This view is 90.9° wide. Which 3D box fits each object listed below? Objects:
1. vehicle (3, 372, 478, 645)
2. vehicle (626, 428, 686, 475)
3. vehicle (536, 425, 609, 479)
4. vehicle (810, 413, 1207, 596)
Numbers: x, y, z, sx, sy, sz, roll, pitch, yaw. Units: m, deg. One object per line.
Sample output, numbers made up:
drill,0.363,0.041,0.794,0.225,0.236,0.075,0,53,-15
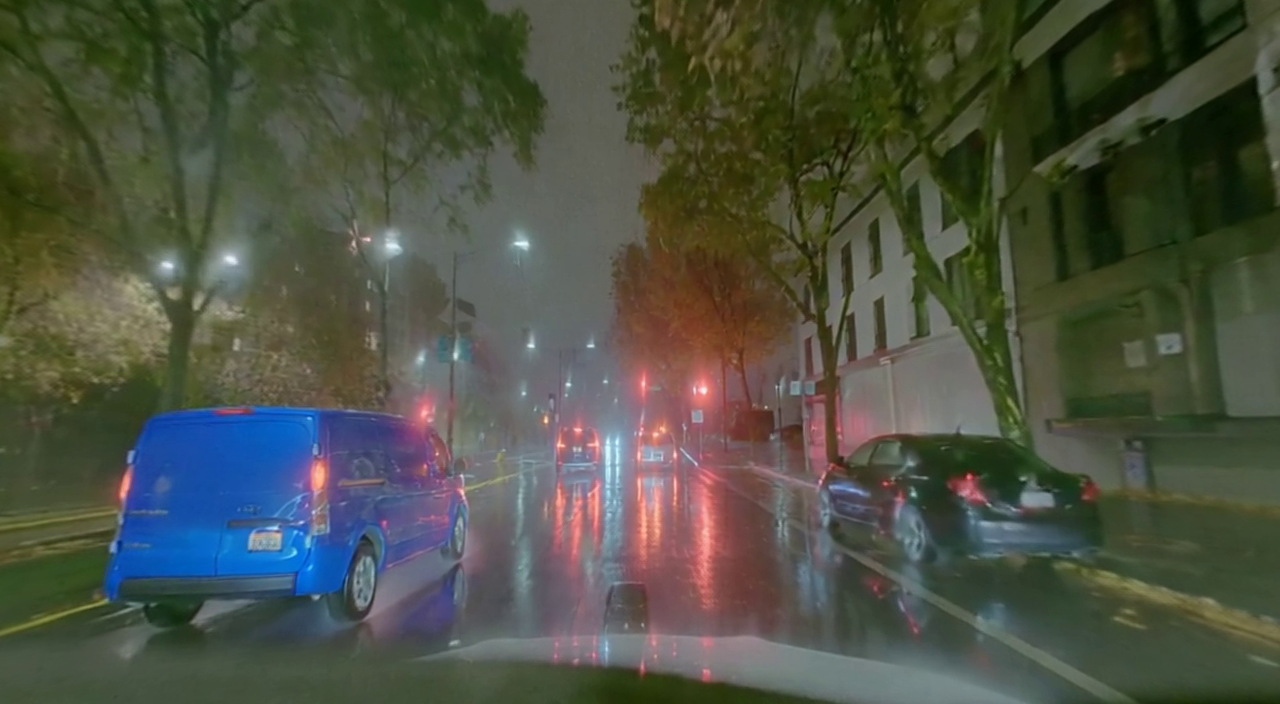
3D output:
vehicle,-3.046,1.259,5.992,1.940,1.722,3.823,-1,-8,1
vehicle,0.646,3.995,25.502,2.205,1.727,3.917,-1,-8,2
vehicle,-2.386,3.712,23.661,2.124,1.799,4.587,-1,-8,2
vehicle,3.611,1.558,7.419,2.067,1.479,4.409,-1,-8,1
